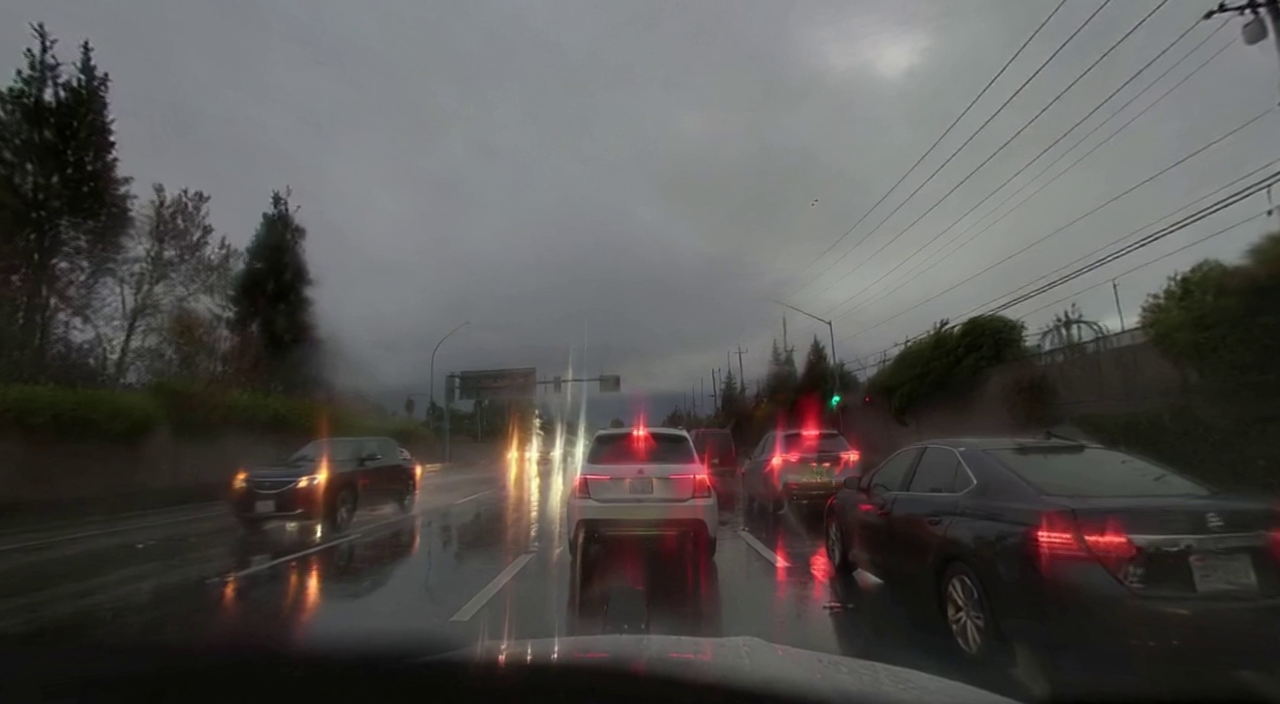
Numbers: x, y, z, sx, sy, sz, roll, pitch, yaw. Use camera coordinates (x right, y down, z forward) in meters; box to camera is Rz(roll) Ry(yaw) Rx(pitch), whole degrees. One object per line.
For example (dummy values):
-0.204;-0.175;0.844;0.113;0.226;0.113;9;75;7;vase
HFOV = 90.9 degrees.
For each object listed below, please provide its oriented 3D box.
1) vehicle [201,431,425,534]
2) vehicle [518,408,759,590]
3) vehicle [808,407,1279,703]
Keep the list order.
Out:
-6.363;2.563;13.064;2.225;1.713;4.514;0;-8;0;vehicle
0.002;1.656;7.907;2.200;1.653;4.127;0;-8;1;vehicle
2.899;1.313;4.991;1.950;1.487;4.275;0;-8;0;vehicle
